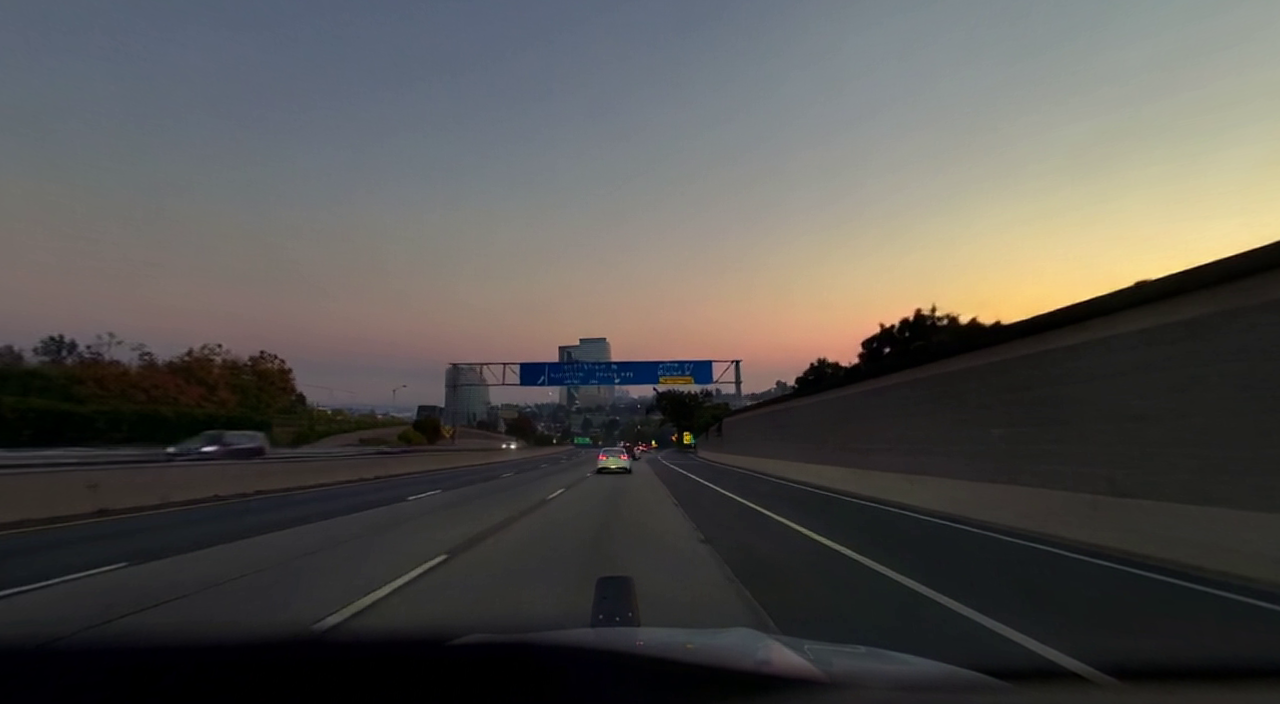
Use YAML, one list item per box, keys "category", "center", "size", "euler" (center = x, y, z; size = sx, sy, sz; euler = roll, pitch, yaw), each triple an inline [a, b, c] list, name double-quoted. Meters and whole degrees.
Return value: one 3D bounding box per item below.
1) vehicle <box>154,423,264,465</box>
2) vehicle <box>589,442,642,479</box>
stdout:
- category: "vehicle"
  center: [-21.773, 4.700, 31.969]
  size: [2.154, 1.972, 5.009]
  euler: [0, -9, -2]
- category: "vehicle"
  center: [-1.016, 4.840, 28.207]
  size: [2.055, 1.509, 4.255]
  euler: [-1, -9, 2]
